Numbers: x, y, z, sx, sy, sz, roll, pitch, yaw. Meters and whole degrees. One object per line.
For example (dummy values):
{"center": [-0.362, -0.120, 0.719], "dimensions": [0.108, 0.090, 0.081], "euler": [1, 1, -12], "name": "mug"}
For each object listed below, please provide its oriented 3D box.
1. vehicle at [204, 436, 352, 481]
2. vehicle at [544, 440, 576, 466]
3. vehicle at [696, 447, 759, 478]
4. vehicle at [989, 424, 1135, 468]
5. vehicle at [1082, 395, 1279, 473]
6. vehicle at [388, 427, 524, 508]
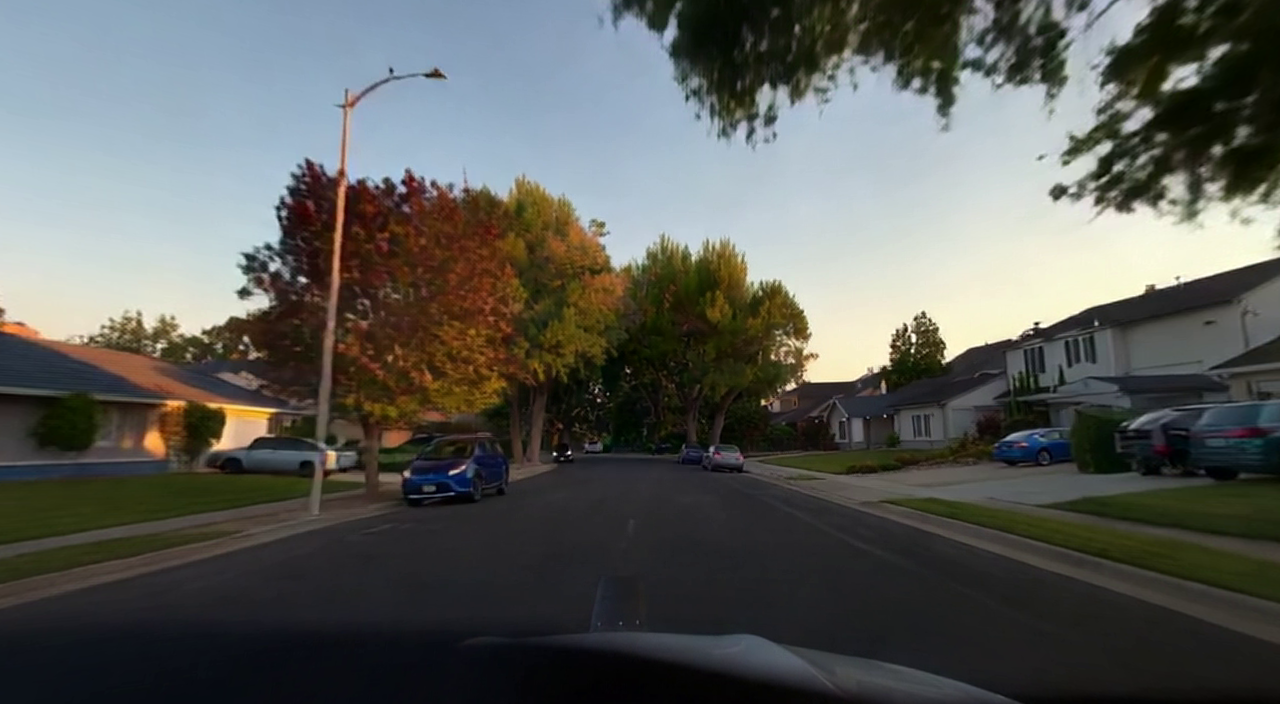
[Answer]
{"center": [-12.989, 3.821, 23.017], "dimensions": [4.376, 1.458, 2.046], "euler": [3, -8, -22], "name": "vehicle"}
{"center": [-6.273, 7.838, 49.279], "dimensions": [1.976, 1.855, 4.299], "euler": [2, -7, -14], "name": "vehicle"}
{"center": [4.438, 5.693, 32.907], "dimensions": [1.984, 1.437, 4.726], "euler": [1, -9, -8], "name": "vehicle"}
{"center": [15.354, 3.420, 23.026], "dimensions": [4.488, 1.454, 1.944], "euler": [3, -8, -18], "name": "vehicle"}
{"center": [13.728, 2.089, 15.740], "dimensions": [4.560, 1.741, 1.993], "euler": [3, -9, -18], "name": "vehicle"}
{"center": [-4.774, 3.019, 17.285], "dimensions": [2.215, 1.859, 4.765], "euler": [0, -7, 1], "name": "vehicle"}
